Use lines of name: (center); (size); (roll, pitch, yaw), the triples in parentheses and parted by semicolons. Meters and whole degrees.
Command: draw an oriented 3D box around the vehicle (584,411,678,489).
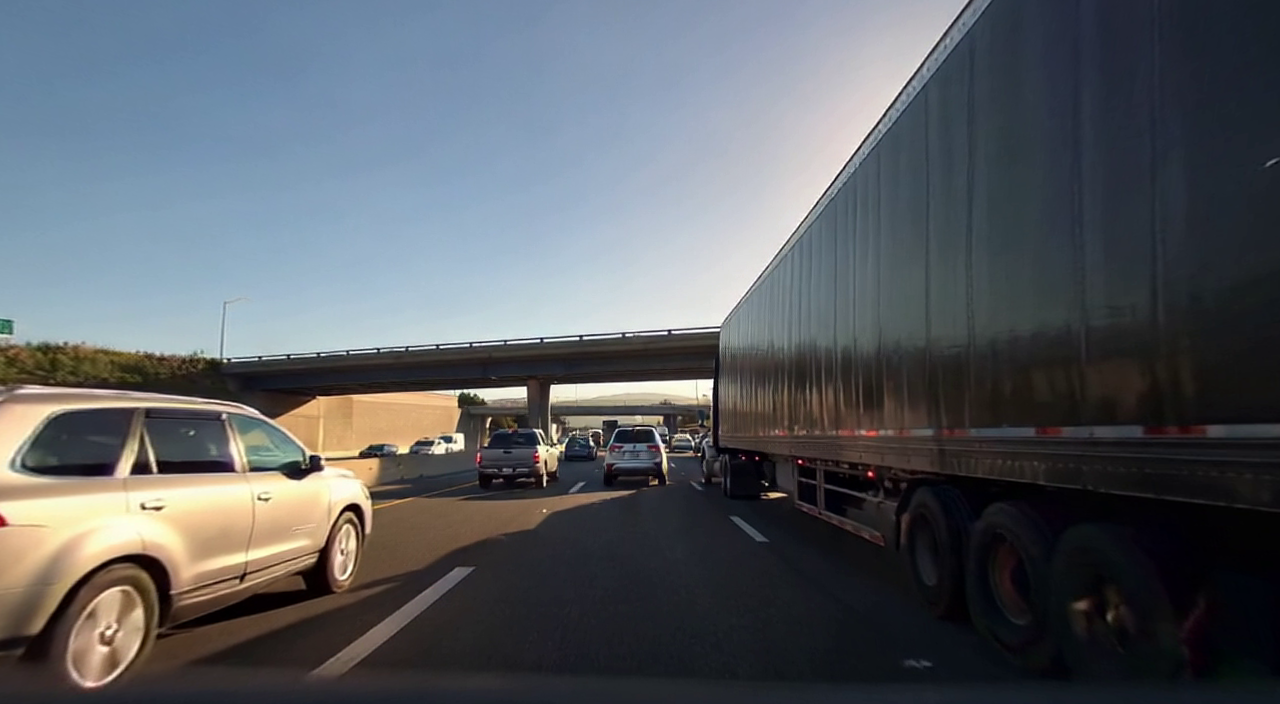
vehicle: (-0.304, 3.264, 21.181); (2.704, 2.216, 5.804); (0, -8, -1)

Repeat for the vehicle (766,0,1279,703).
vehicle: (3.599, -0.356, 2.687); (2.852, 4.121, 16.210); (0, -8, 0)

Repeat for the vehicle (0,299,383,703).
vehicle: (-3.352, 0.844, 2.999); (2.193, 1.803, 4.958); (0, -8, -1)

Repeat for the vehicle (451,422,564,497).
vehicle: (-3.533, 2.974, 17.801); (2.120, 1.812, 4.659); (0, -8, 1)

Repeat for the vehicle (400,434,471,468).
vehicle: (-11.954, 5.862, 37.297); (2.244, 1.830, 5.693); (0, -8, 1)
